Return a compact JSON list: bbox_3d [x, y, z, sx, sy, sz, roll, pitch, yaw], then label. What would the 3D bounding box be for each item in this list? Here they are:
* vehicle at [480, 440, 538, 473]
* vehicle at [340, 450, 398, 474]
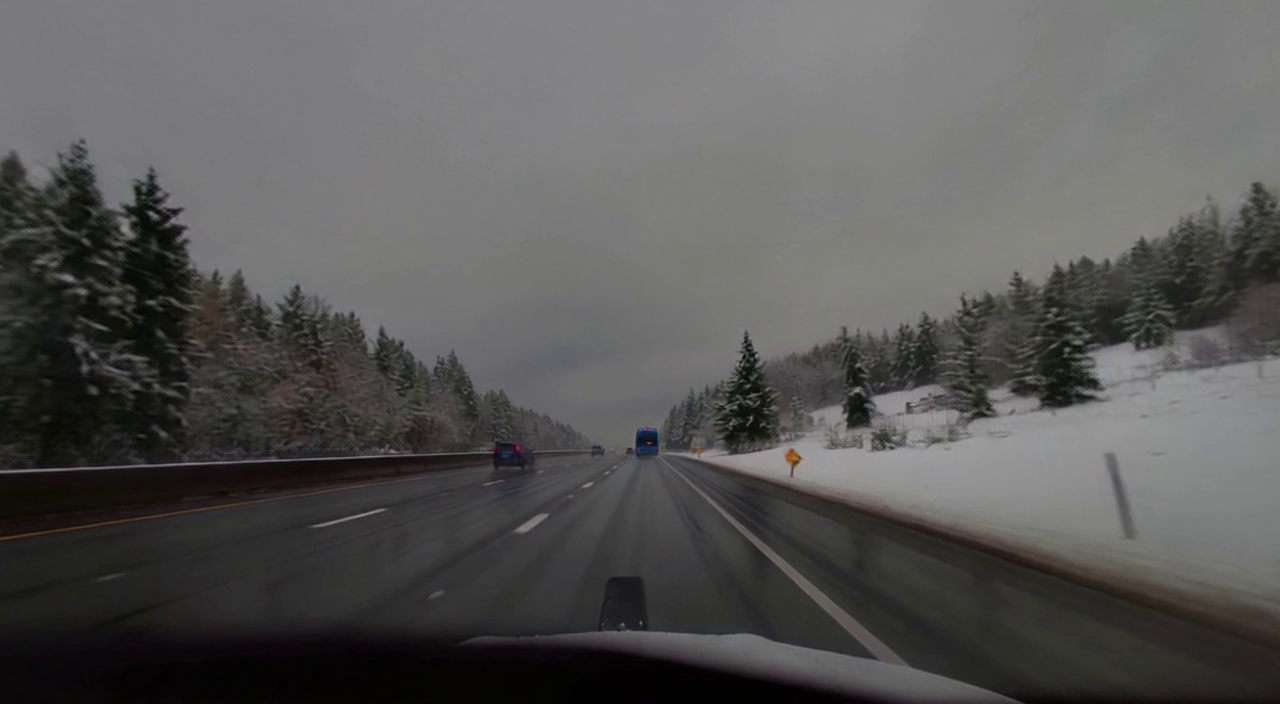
[{"bbox_3d":[-7.073,5.682,34.507,2.080,1.674,4.660,0,-8,1],"label":"vehicle"},{"bbox_3d":[-17.622,7.141,41.252,1.785,1.448,4.517,0,-8,1],"label":"vehicle"}]
